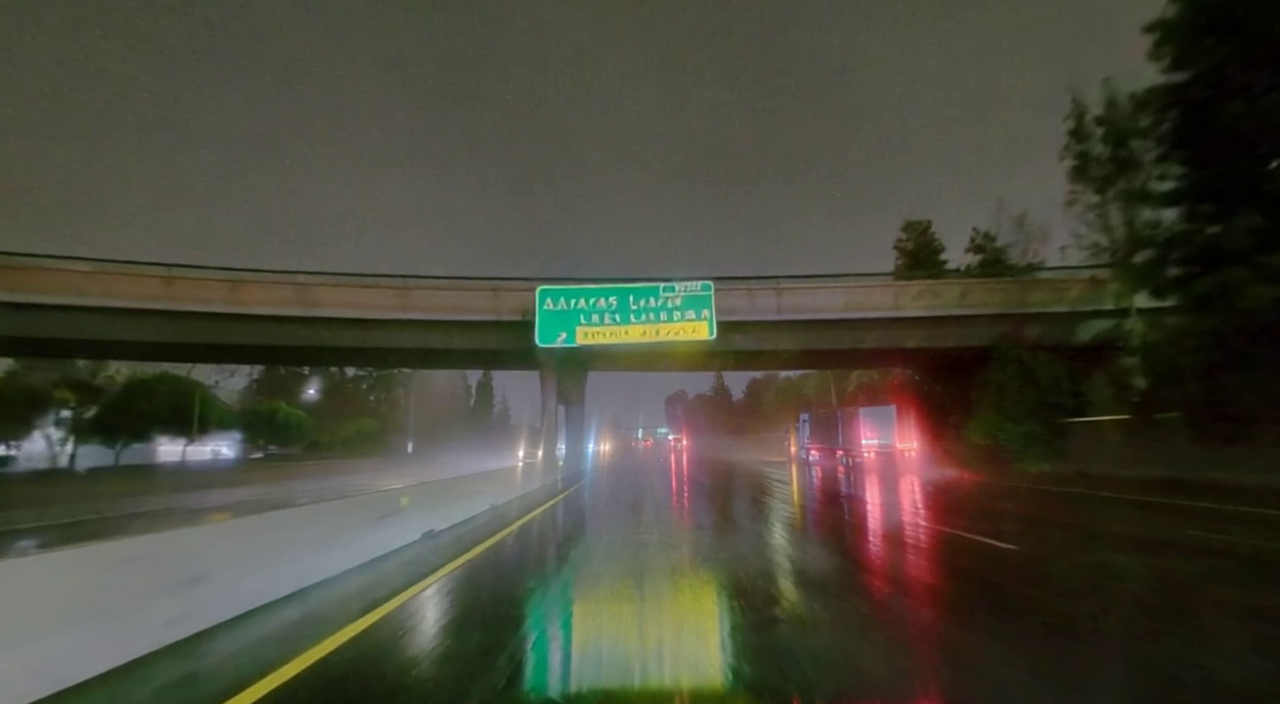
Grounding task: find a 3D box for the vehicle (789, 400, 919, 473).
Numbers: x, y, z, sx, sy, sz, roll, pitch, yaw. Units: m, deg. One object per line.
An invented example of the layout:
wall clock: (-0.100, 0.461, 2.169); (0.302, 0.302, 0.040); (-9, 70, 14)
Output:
vehicle: (10.865, 4.562, 33.655); (2.960, 3.207, 10.950); (0, -8, -1)
